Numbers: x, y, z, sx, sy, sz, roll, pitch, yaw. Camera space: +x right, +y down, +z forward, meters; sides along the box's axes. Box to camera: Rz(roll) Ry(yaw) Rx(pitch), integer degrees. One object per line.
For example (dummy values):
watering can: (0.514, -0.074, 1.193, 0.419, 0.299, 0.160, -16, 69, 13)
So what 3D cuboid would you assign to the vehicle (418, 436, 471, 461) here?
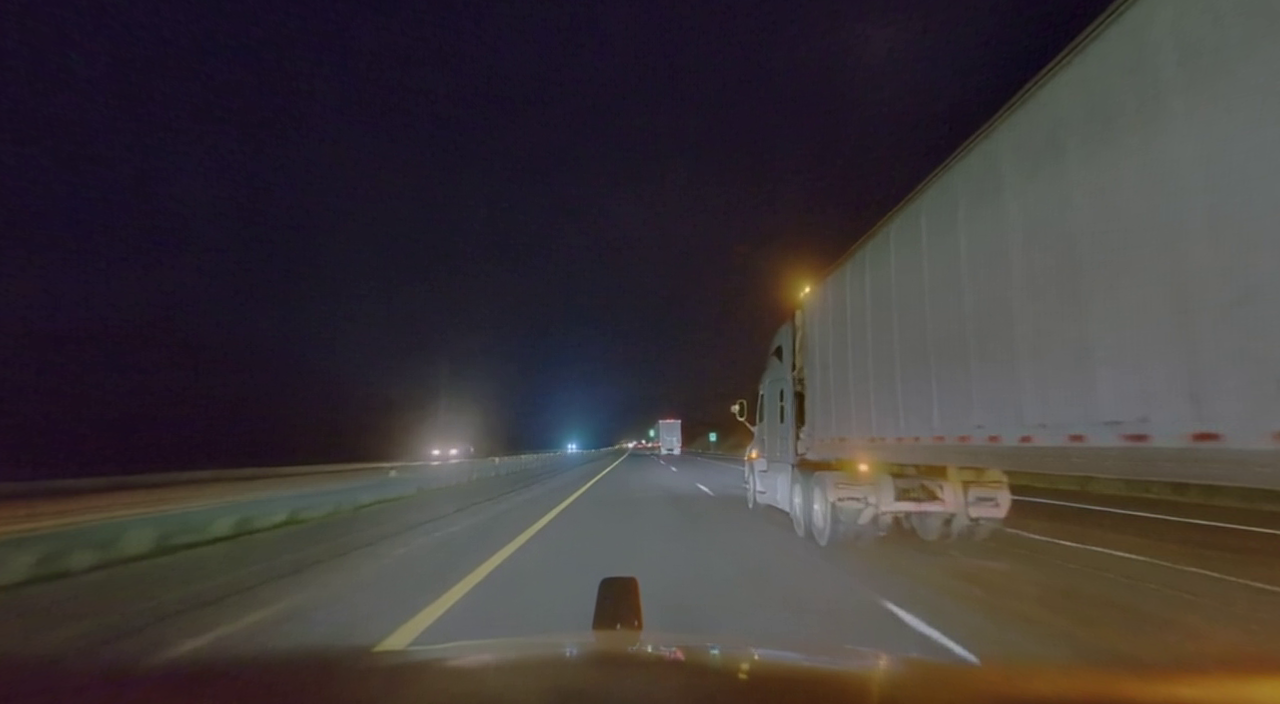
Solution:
vehicle: (-12.829, 6.381, 41.518, 1.985, 1.509, 4.745, 0, -9, 0)
